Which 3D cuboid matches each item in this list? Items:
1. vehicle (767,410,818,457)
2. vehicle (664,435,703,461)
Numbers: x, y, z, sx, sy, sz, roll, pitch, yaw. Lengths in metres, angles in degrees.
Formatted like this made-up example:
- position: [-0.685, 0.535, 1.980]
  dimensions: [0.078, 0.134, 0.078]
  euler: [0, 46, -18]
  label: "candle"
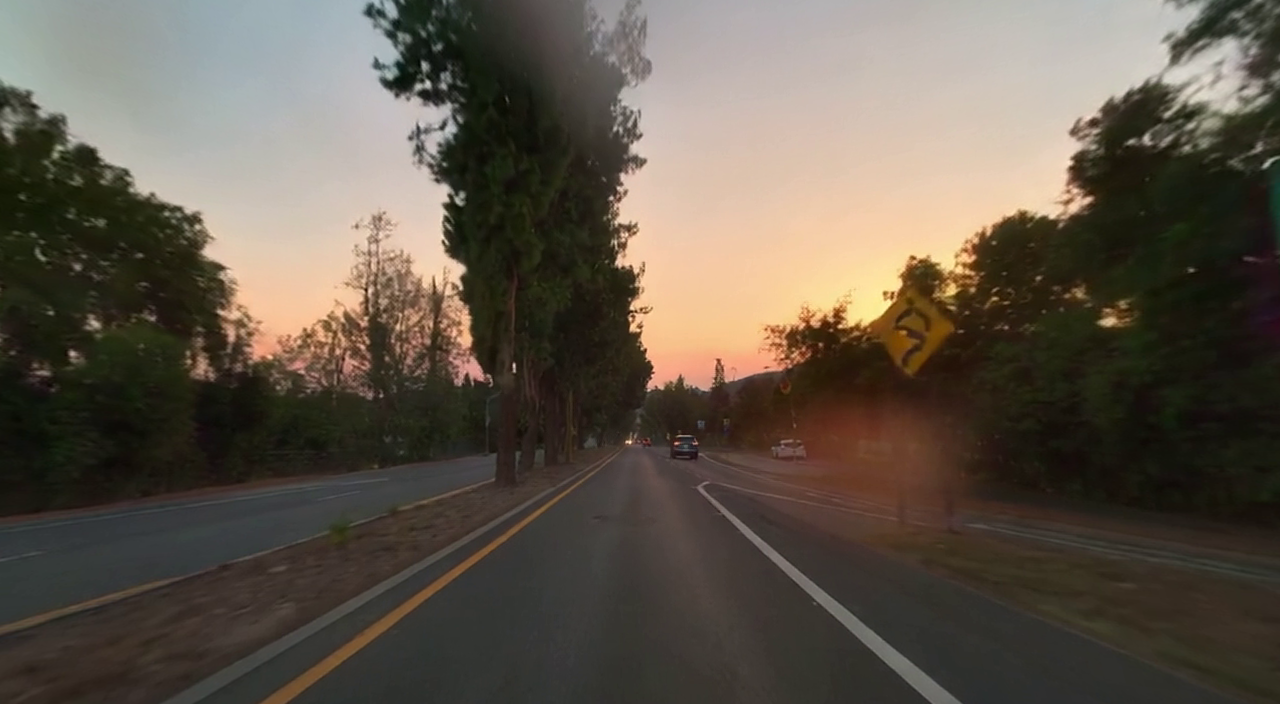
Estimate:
- position: [10.915, 5.893, 45.433]
  dimensions: [3.250, 3.147, 4.411]
  euler: [-3, -9, 13]
  label: "vehicle"
- position: [3.090, 6.951, 45.947]
  dimensions: [2.183, 1.744, 4.424]
  euler: [0, -8, -4]
  label: "vehicle"
